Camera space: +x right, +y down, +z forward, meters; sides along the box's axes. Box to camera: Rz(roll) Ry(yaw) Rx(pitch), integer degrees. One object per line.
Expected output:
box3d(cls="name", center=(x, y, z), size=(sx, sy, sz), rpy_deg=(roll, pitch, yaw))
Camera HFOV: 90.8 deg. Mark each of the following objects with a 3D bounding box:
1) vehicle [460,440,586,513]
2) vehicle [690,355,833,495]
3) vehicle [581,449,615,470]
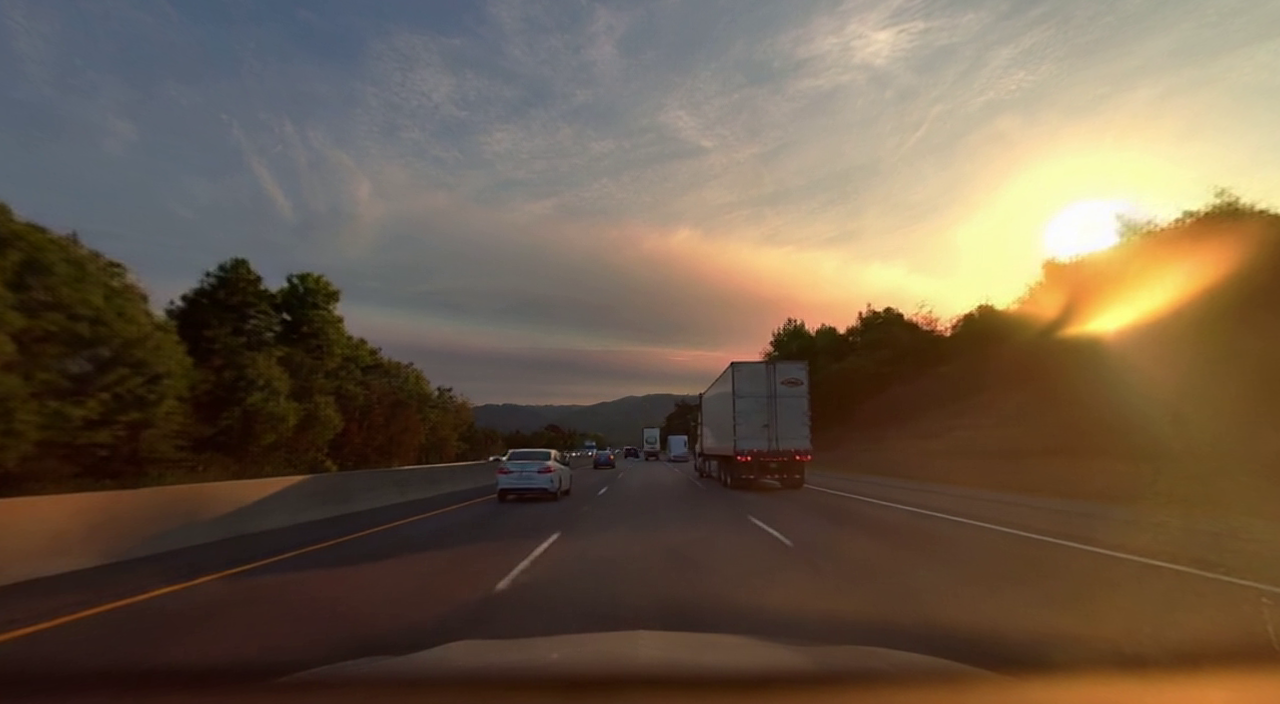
box3d(cls="vehicle", center=(-2.713, 3.041, 15.943), size=(2.104, 1.526, 4.940), rpy_deg=(0, -9, 2))
box3d(cls="vehicle", center=(4.101, 3.232, 25.679), size=(2.974, 4.083, 14.389), rpy_deg=(0, -9, 0))
box3d(cls="vehicle", center=(-3.062, 7.953, 46.901), size=(2.121, 1.445, 4.651), rpy_deg=(0, -9, 1))
